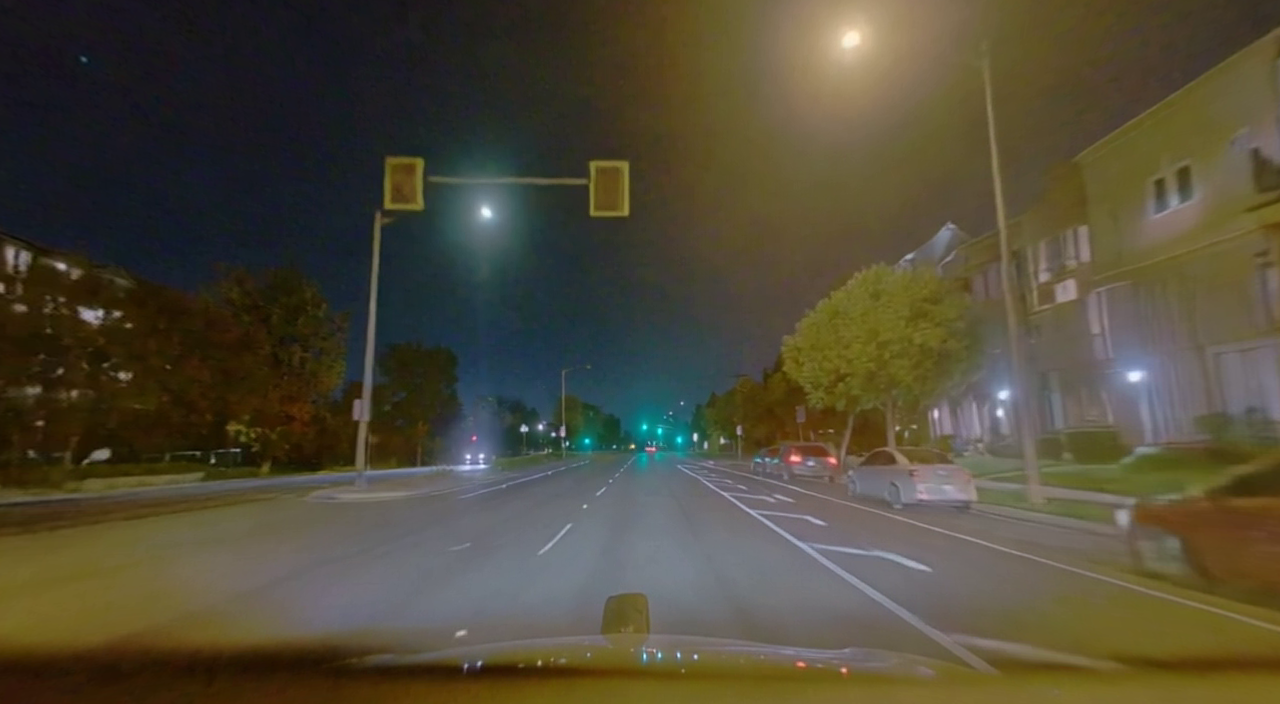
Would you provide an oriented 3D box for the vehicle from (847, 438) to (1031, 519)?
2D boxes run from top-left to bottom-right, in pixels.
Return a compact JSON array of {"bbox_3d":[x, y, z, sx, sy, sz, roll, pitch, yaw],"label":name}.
[{"bbox_3d":[6.308,2.697,13.990,1.976,1.498,4.390,0,-9,1],"label":"vehicle"}]

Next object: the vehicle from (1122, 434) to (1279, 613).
[{"bbox_3d":[6.207,1.325,4.640,1.936,1.456,4.445,-1,-9,3],"label":"vehicle"}]

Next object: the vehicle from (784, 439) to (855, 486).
[{"bbox_3d":[6.480,4.010,23.038,1.752,1.590,3.090,-1,-9,2],"label":"vehicle"}]

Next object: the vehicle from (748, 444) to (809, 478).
[{"bbox_3d":[6.393,5.068,29.645,1.974,1.444,4.494,0,-9,2],"label":"vehicle"}]

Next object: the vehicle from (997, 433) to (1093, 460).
[{"bbox_3d":[30.378,7.120,47.492,5.683,1.922,2.104,-4,-9,23],"label":"vehicle"}]
